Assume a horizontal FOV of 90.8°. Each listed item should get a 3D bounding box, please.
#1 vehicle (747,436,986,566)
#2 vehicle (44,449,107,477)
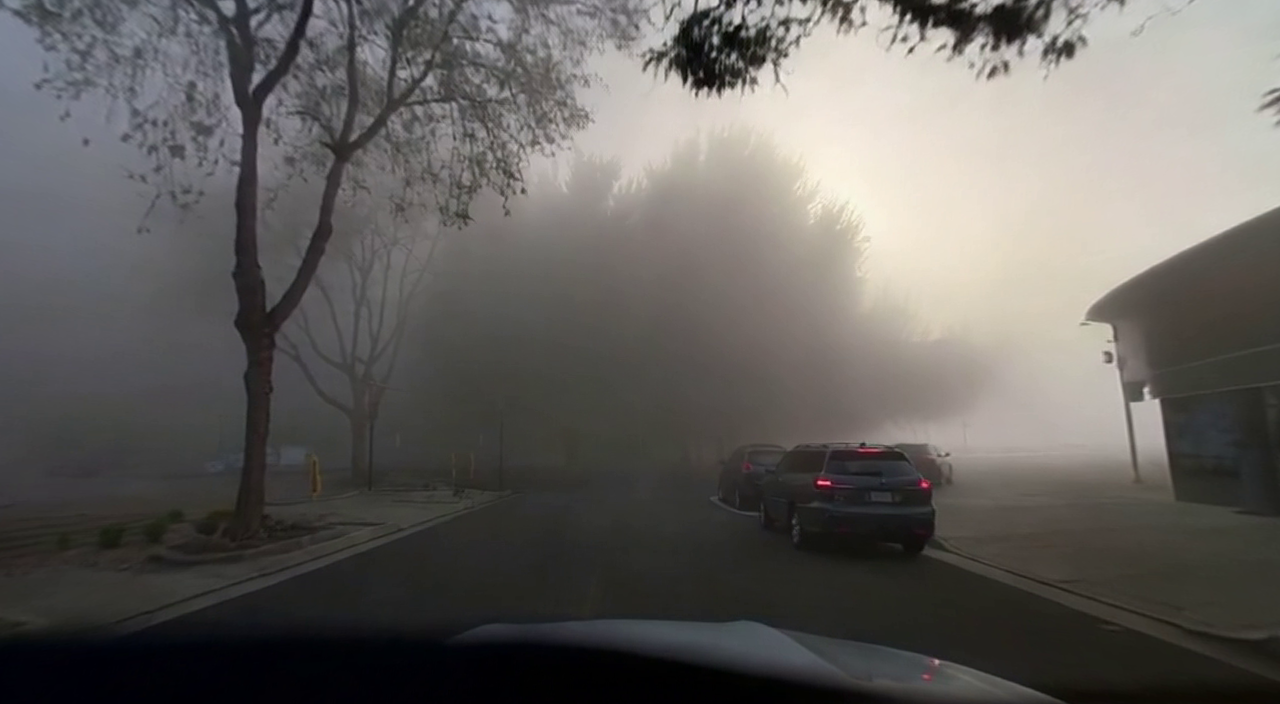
[{"bbox_3d":[3.100,2.153,9.913,2.064,1.532,4.596,0,-9,0],"label":"vehicle"},{"bbox_3d":[-36.967,7.222,41.337,4.157,1.687,2.419,-8,-13,41],"label":"vehicle"}]
